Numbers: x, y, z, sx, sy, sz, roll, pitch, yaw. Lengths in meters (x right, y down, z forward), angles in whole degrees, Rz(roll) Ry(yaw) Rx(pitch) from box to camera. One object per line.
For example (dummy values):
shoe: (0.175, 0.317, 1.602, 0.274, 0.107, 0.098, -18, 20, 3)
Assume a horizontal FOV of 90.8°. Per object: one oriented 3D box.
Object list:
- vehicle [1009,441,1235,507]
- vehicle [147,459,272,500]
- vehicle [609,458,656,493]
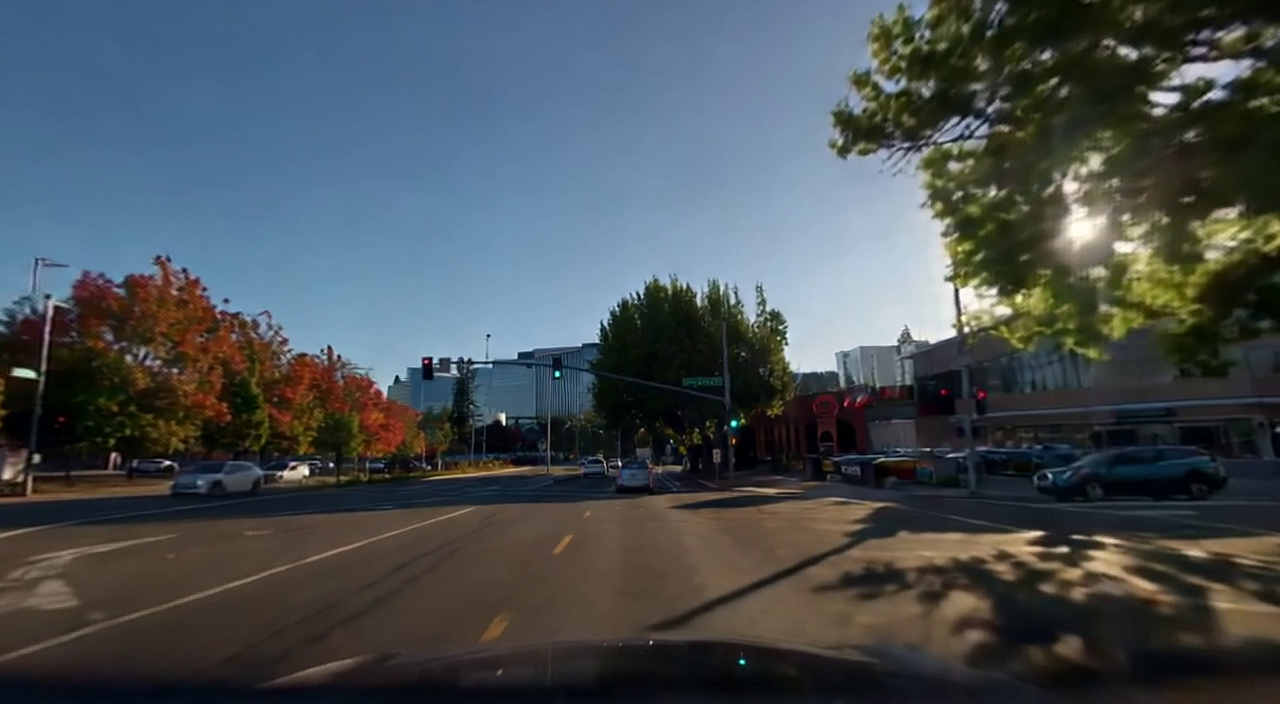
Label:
vehicle: (14.464, 3.656, 19.205, 5.174, 1.878, 2.000, 0, -8, -1)
vehicle: (-18.316, 5.418, 27.217, 1.925, 1.497, 4.788, 0, -8, 1)
vehicle: (-0.297, 5.877, 30.231, 2.115, 1.461, 3.976, 0, -8, 1)
